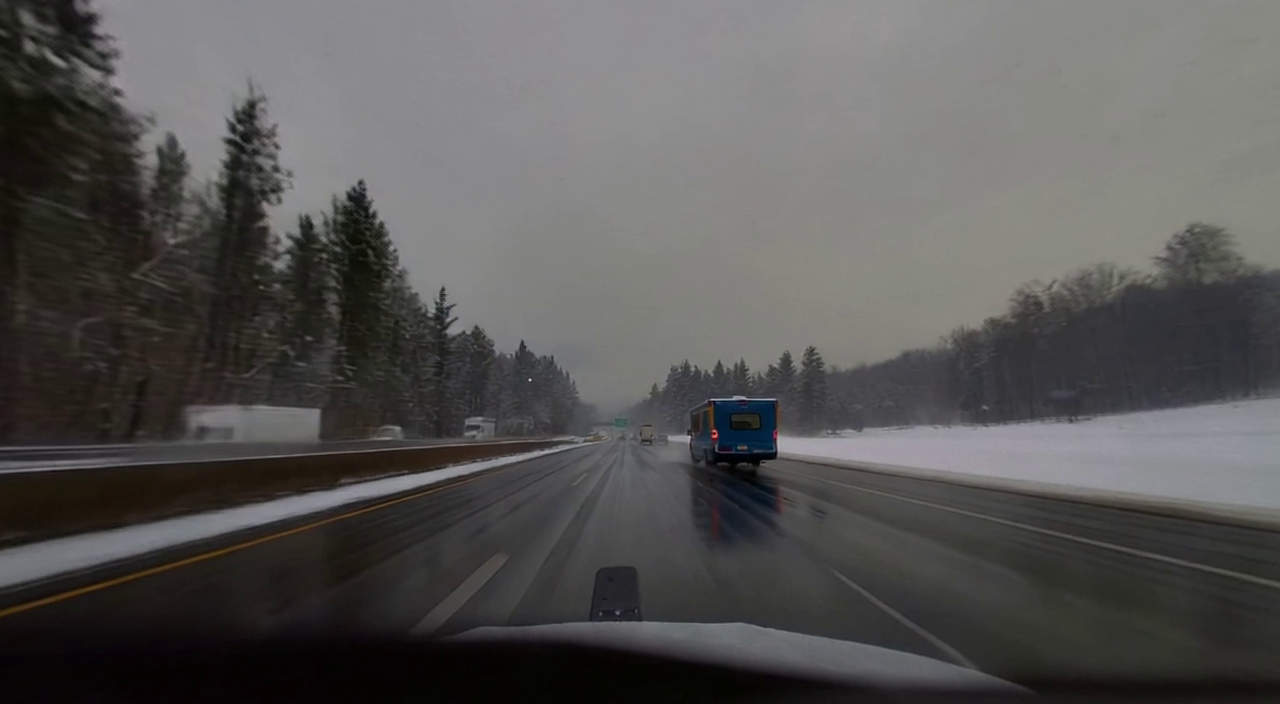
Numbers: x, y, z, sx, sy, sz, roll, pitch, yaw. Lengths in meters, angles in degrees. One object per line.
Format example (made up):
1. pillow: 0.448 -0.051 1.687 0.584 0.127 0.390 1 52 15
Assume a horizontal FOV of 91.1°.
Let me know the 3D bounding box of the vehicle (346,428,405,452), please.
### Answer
1. vehicle: -17.316 5.800 41.415 1.861 1.502 4.738 0 -8 0

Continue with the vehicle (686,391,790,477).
1. vehicle: 3.555 3.239 24.742 2.815 2.876 7.101 0 -8 -1
